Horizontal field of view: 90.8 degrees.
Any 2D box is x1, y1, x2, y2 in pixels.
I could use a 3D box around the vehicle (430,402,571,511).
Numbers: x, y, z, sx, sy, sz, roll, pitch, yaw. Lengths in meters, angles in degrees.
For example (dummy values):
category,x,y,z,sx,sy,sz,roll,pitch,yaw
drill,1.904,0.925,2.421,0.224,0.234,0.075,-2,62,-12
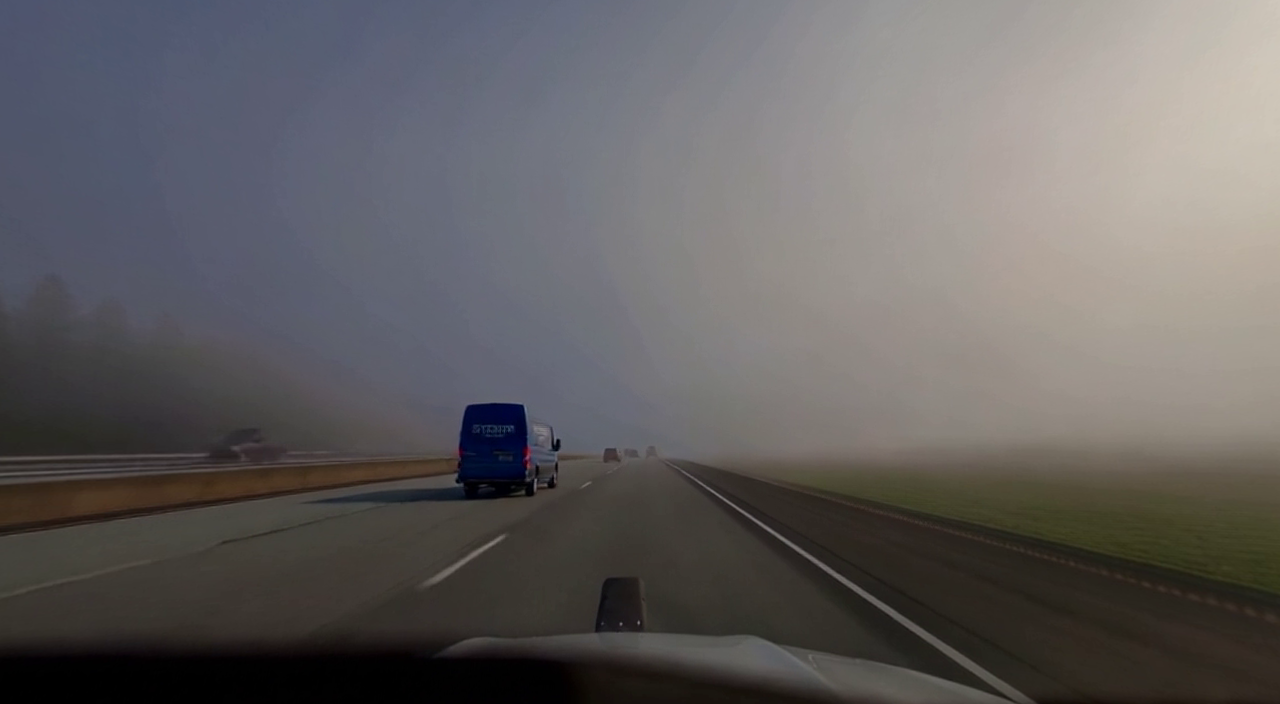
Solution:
category,x,y,z,sx,sy,sz,roll,pitch,yaw
vehicle,-3.346,2.676,16.503,2.360,2.367,5.223,0,-9,1
